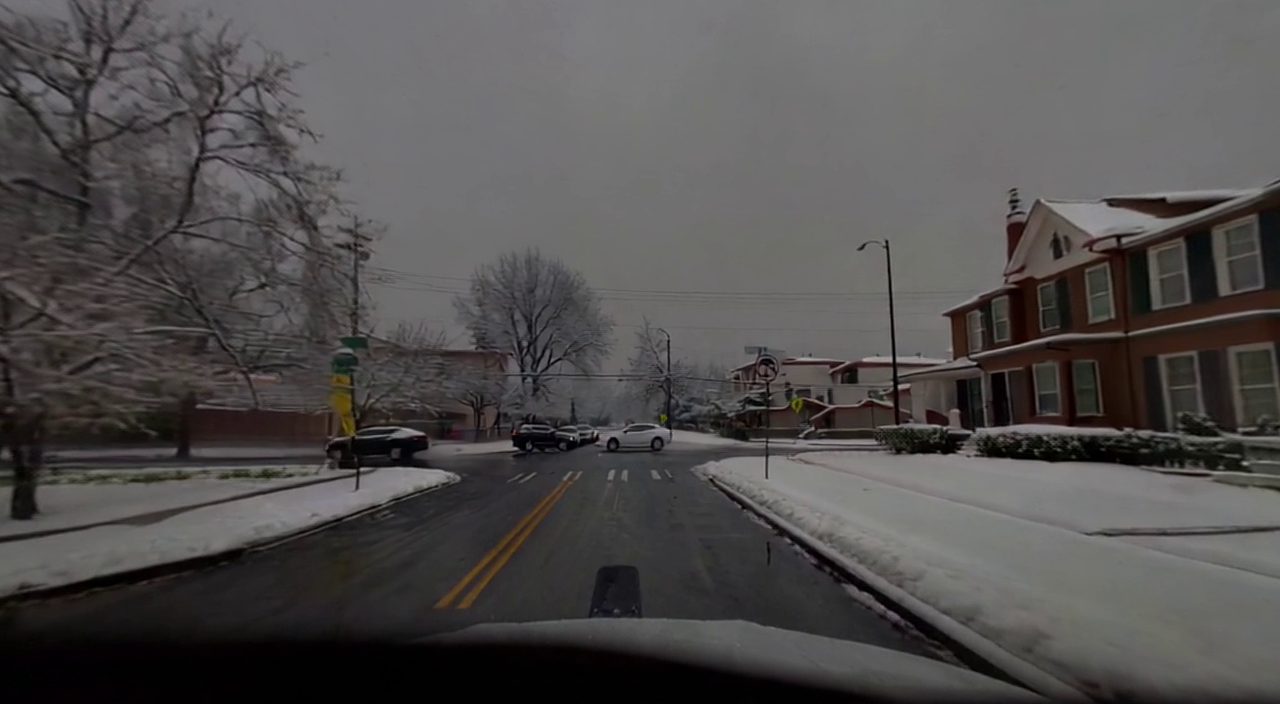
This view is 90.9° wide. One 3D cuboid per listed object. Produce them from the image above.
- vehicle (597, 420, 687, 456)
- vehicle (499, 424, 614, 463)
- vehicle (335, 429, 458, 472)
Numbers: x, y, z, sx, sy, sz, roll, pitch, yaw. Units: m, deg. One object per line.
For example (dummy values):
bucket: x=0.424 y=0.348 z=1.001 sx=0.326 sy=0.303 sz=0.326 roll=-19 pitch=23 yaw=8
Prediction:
vehicle: x=0.122 y=4.973 z=36.612 sx=4.863 sy=1.953 sz=2.022 roll=3 pitch=-8 yaw=-24
vehicle: x=-4.115 y=4.503 z=31.187 sx=5.181 sy=1.768 sz=2.139 roll=3 pitch=-8 yaw=-26
vehicle: x=-10.239 y=4.166 z=26.842 sx=4.639 sy=1.700 sz=2.002 roll=2 pitch=-8 yaw=-17
